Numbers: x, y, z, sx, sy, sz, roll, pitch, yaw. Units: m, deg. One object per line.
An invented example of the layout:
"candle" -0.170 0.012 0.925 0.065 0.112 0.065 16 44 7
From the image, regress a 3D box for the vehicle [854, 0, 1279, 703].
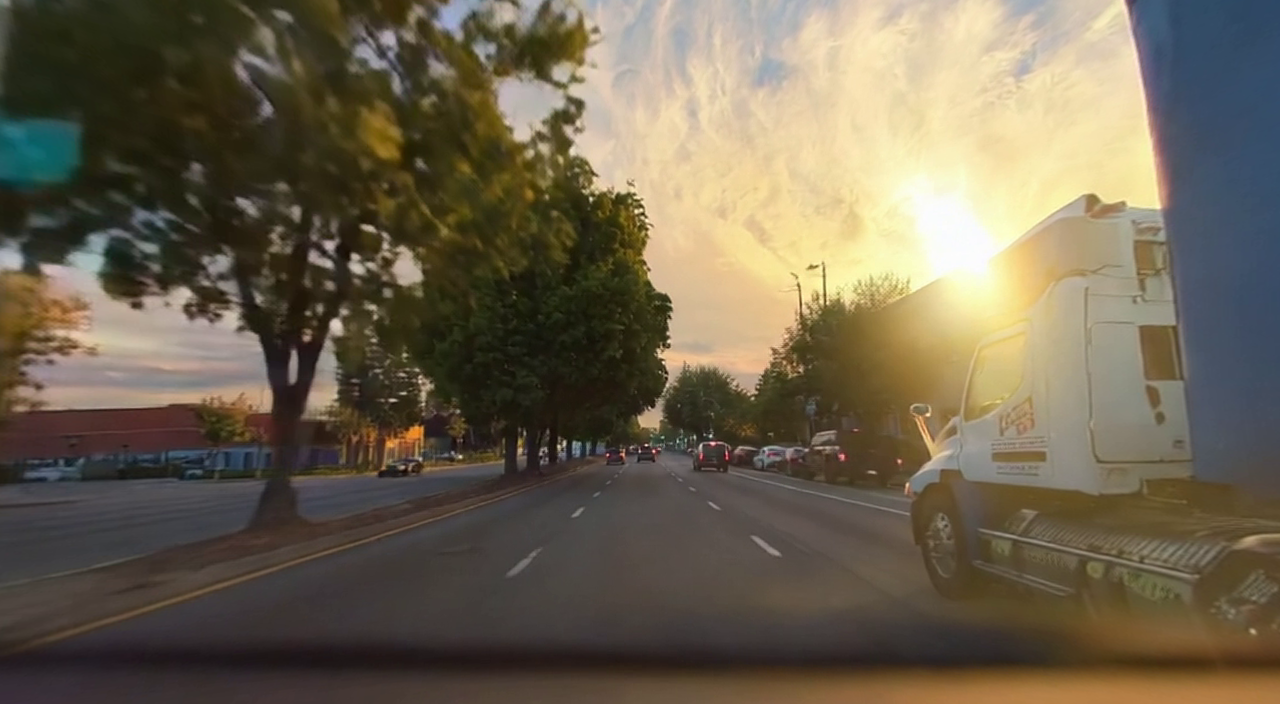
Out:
"vehicle" 3.719 -0.225 2.399 3.006 3.679 8.506 -1 -9 2

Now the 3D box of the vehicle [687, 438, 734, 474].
"vehicle" 4.027 6.087 36.972 2.196 1.908 4.412 0 -9 0

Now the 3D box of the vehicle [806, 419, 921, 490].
"vehicle" 8.026 3.770 23.252 2.539 2.328 4.769 -1 -9 2

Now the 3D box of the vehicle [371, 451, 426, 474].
"vehicle" -16.969 7.777 44.520 2.017 1.503 4.638 0 -9 0
